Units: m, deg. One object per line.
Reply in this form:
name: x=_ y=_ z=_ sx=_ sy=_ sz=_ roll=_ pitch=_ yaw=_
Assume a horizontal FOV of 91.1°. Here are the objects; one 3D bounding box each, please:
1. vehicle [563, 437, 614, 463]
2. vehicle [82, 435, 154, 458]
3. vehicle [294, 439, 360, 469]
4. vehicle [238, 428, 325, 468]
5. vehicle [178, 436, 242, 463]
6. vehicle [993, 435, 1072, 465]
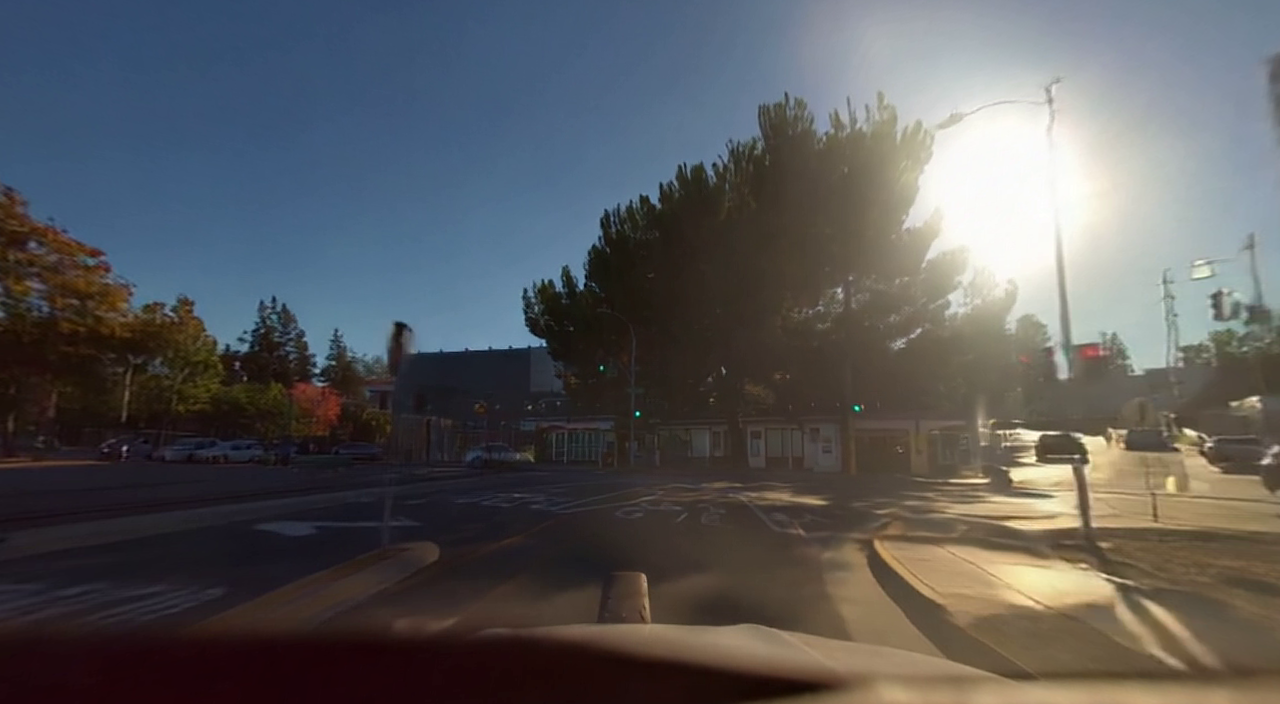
vehicle: x=-4.032 y=7.782 z=49.860 sx=2.072 sy=1.922 sz=4.112 roll=-5 pitch=-10 yaw=31
vehicle: x=-38.251 y=6.955 z=46.159 sx=2.002 sy=1.603 sz=4.547 roll=2 pitch=-8 yaw=-10
vehicle: x=-15.852 y=5.176 z=32.020 sx=1.789 sy=1.399 sz=4.236 roll=2 pitch=-8 yaw=-10
vehicle: x=-18.942 y=5.104 z=33.495 sx=2.337 sy=1.934 sz=4.843 roll=1 pitch=-8 yaw=-9
vehicle: x=-25.282 y=5.724 z=37.008 sx=1.771 sy=1.510 sz=3.545 roll=2 pitch=-8 yaw=-11
vehicle: x=27.228 y=6.816 z=43.690 sx=4.474 sy=1.956 sz=2.263 roll=-5 pitch=-10 yaw=31
